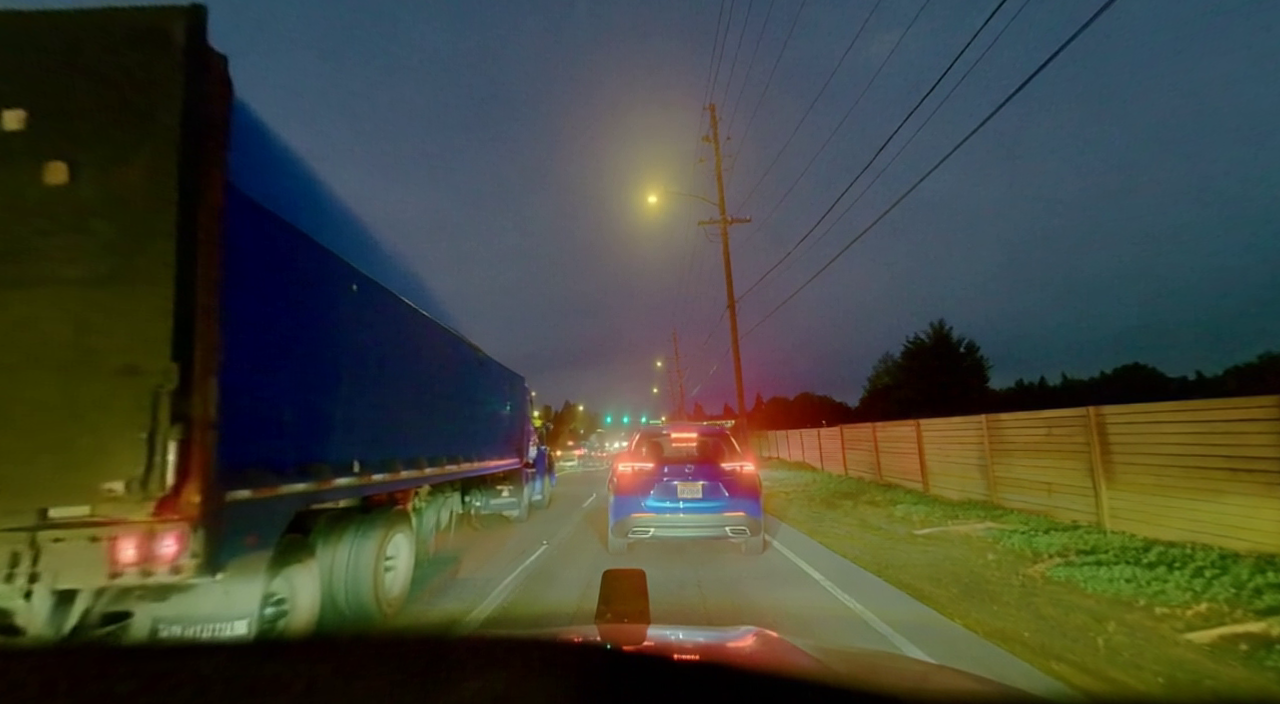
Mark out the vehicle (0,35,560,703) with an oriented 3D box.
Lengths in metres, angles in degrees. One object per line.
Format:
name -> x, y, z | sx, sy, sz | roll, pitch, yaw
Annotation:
vehicle -> -3.115, 0.685, 7.767 | 2.928, 3.658, 8.980 | 0, -9, 1

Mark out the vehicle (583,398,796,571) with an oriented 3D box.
vehicle -> 0.475, 1.662, 8.564 | 2.174, 1.749, 4.113 | 0, -9, -1
